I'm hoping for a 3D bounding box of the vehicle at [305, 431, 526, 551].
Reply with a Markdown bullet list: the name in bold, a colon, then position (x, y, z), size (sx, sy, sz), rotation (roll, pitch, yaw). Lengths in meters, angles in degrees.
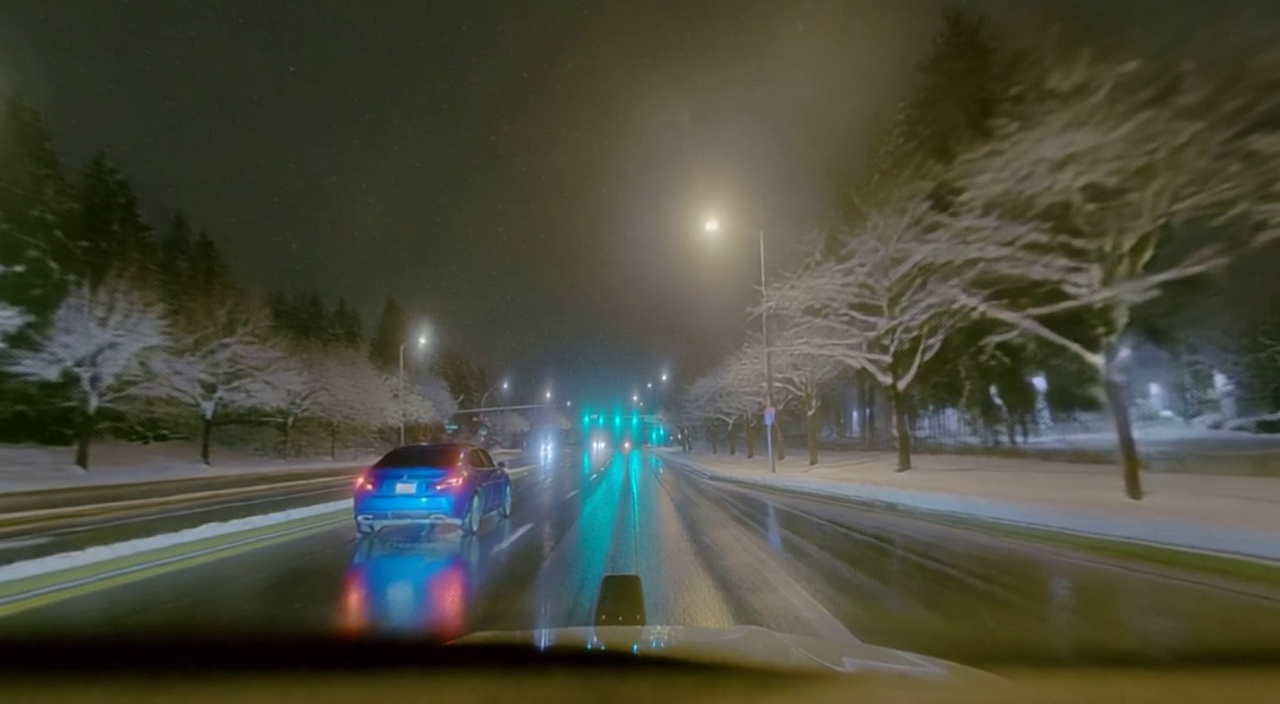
- **vehicle**: position (-3.170, 2.041, 9.960), size (1.964, 1.472, 4.078), rotation (0, -8, 0)
